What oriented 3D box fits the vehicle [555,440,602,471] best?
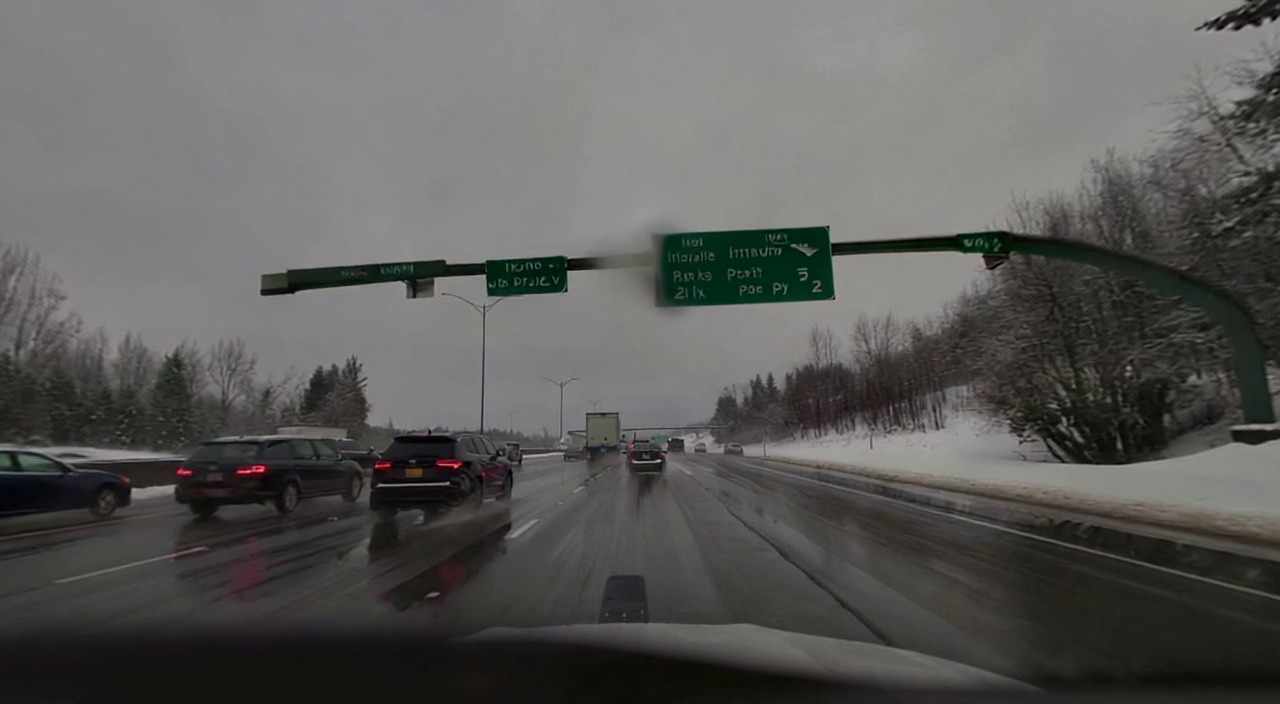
[{"bbox_3d":[-3.503,5.995,36.889,2.243,1.683,4.178,0,-8,1],"label":"vehicle"}]

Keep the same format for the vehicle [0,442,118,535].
[{"bbox_3d":[-11.059,2.141,9.858,1.911,1.457,4.423,0,-8,2],"label":"vehicle"}]

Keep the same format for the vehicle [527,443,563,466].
[{"bbox_3d":[-7.010,7.579,46.948,1.872,1.602,4.029,0,-8,2],"label":"vehicle"}]

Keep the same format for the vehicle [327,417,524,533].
[{"bbox_3d":[-3.777,2.255,12.168,2.125,1.792,4.466,0,-8,1],"label":"vehicle"}]

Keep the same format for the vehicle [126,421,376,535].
[{"bbox_3d":[-7.011,2.292,12.057,1.998,1.770,4.222,0,-8,1],"label":"vehicle"}]

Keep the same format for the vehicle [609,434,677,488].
[{"bbox_3d":[0.148,3.790,22.301,2.180,1.716,3.920,0,-8,1],"label":"vehicle"}]
